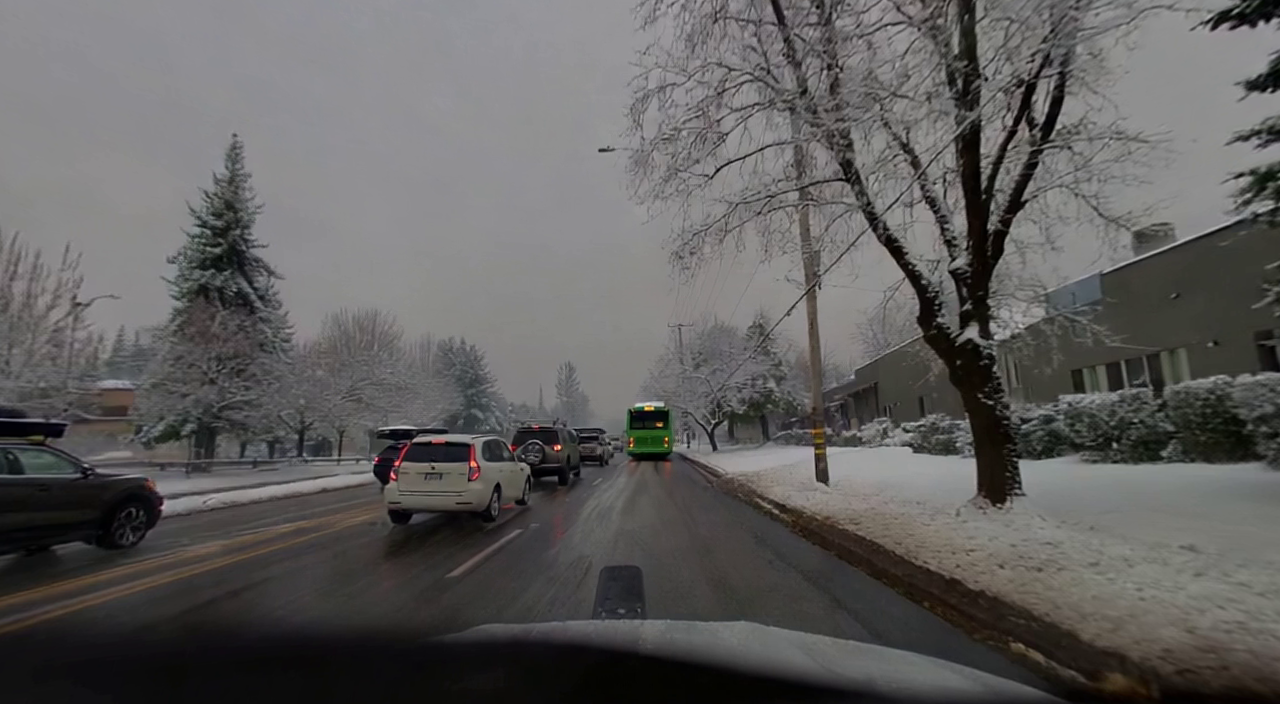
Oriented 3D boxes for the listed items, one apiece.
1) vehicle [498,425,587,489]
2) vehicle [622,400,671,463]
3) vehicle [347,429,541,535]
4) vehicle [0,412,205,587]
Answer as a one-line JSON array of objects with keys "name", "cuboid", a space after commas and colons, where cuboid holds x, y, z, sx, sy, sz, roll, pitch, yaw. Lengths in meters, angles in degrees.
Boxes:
[{"name": "vehicle", "cuboid": [-3.150, 3.539, 21.599, 2.095, 1.892, 5.043, 0, -9, 2]}, {"name": "vehicle", "cuboid": [0.531, 5.837, 45.155, 2.970, 3.857, 12.200, 0, -9, 1]}, {"name": "vehicle", "cuboid": [-3.302, 2.301, 11.789, 2.042, 1.571, 4.475, 0, -9, 2]}, {"name": "vehicle", "cuboid": [-7.347, 1.517, 6.662, 2.252, 1.686, 4.447, 0, -9, 1]}]
